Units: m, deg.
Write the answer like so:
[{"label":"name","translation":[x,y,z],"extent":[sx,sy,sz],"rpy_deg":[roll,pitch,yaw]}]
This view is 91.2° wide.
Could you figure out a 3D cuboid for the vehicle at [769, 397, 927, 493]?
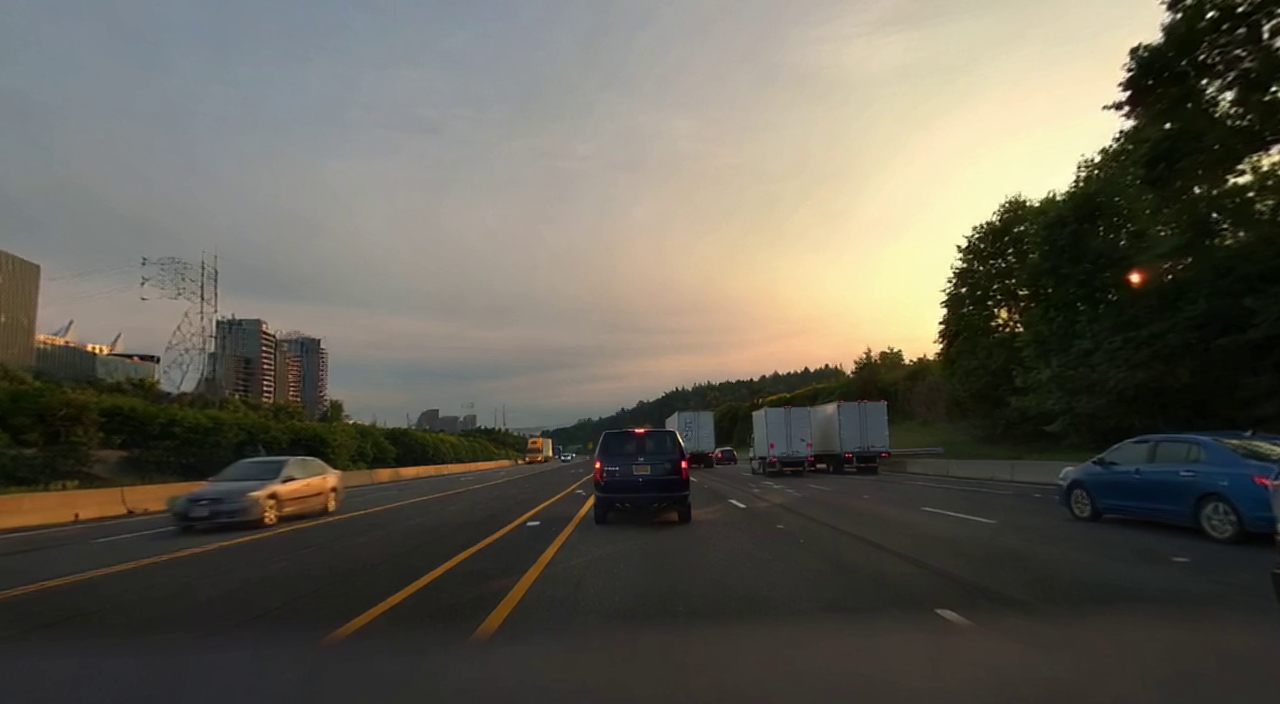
[{"label":"vehicle","translation":[8.059,3.900,26.314],"extent":[2.799,3.188,10.578],"rpy_deg":[0,-9,-1]}]

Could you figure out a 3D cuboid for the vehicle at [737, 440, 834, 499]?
[{"label":"vehicle","translation":[4.132,3.387,18.444],"extent":[1.859,1.512,3.711],"rpy_deg":[0,-9,-1]}]

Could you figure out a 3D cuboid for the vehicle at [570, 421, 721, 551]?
[{"label":"vehicle","translation":[0.051,2.020,9.977],"extent":[1.965,1.664,3.428],"rpy_deg":[0,-9,-1]}]

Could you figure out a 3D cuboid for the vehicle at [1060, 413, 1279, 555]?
[{"label":"vehicle","translation":[8.496,1.790,8.930],"extent":[1.913,1.652,4.384],"rpy_deg":[0,-9,0]}]

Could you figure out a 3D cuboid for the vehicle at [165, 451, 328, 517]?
[{"label":"vehicle","translation":[-11.898,3.977,19.398],"extent":[2.218,1.749,4.315],"rpy_deg":[0,-9,0]}]
